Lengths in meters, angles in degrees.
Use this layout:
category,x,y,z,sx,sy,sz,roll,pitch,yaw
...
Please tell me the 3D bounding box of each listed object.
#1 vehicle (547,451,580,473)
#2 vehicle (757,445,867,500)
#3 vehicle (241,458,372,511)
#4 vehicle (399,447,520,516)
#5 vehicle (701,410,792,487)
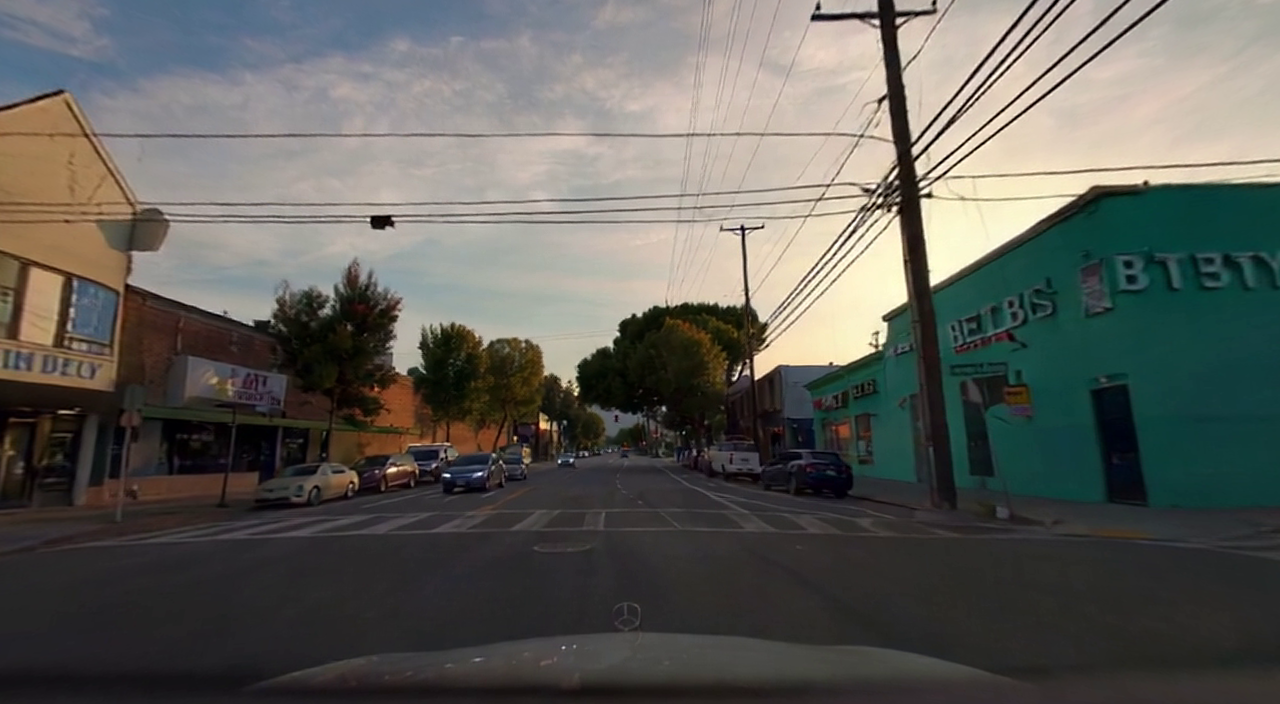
category,x,y,z,sx,sy,sz,roll,pitch,yaw
vehicle,-5.517,7.977,46.146,1.925,1.479,4.444,0,-8,0
vehicle,5.742,4.049,21.699,1.963,1.646,4.204,1,-8,-11
vehicle,-10.773,4.272,20.822,1.978,1.452,4.263,0,-8,0
vehicle,-4.496,3.258,16.484,2.050,1.505,4.219,0,-8,-2
vehicle,4.849,4.615,30.452,2.815,3.203,7.558,0,-8,-2
